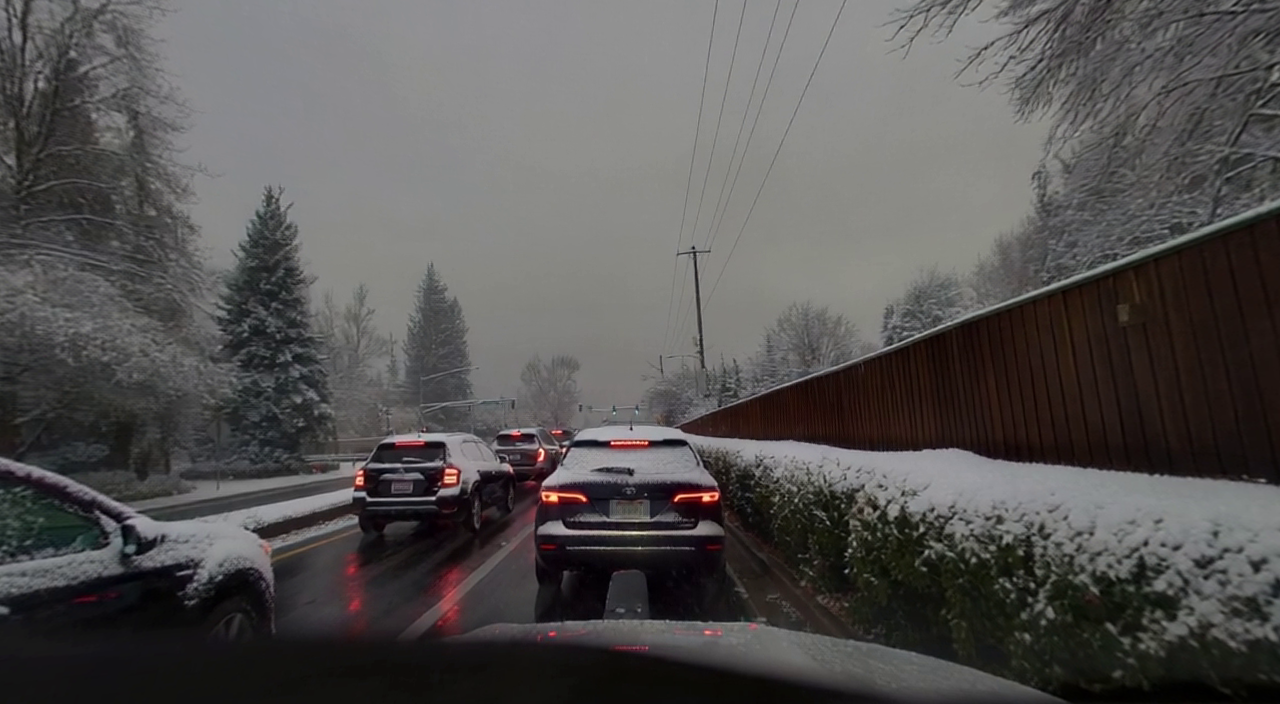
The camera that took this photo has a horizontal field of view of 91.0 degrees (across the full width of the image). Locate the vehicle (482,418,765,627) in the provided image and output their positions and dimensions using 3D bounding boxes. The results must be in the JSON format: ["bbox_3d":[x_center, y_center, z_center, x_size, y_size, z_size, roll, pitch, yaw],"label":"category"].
[{"bbox_3d":[-0.143,1.493,6.451,1.995,1.460,3.865,0,-8,-1],"label":"vehicle"}]

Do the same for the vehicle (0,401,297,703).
[{"bbox_3d":[-3.152,0.853,1.569,1.980,1.520,4.636,0,-8,0],"label":"vehicle"}]

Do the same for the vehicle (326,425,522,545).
[{"bbox_3d":[-3.229,2.041,10.263,1.850,1.582,3.688,0,-8,0],"label":"vehicle"}]
